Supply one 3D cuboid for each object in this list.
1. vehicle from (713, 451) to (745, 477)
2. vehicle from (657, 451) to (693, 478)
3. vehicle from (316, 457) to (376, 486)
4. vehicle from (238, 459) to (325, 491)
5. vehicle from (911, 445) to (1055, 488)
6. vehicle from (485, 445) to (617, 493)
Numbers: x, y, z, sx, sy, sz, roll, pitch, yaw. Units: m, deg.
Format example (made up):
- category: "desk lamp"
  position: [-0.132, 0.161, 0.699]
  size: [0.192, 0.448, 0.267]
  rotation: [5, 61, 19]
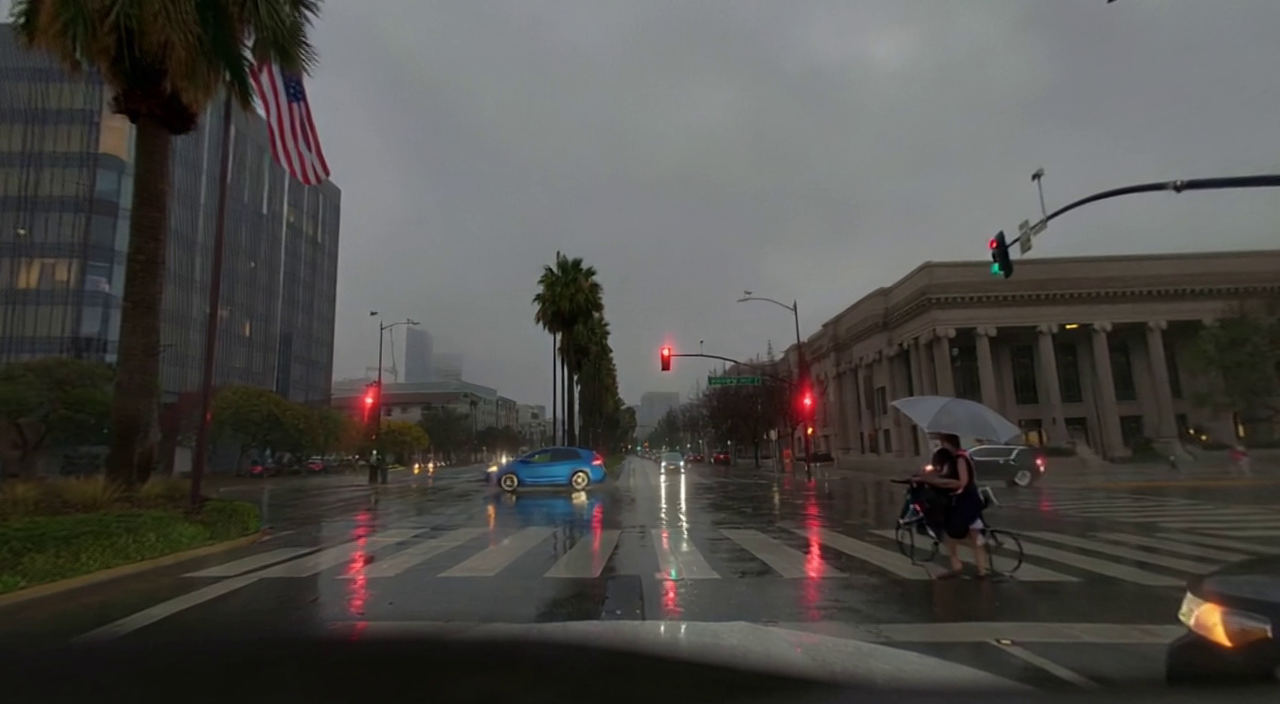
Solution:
- category: "vehicle"
  position: [6.386, 8.042, 45.544]
  size: [2.176, 1.690, 4.138]
  rotation: [-1, -9, 7]
- category: "vehicle"
  position: [2.507, 8.228, 46.578]
  size: [2.325, 1.810, 4.827]
  rotation: [0, -8, -1]
- category: "vehicle"
  position: [-20.077, 8.157, 43.389]
  size: [2.043, 1.745, 4.420]
  rotation: [0, -8, -1]
- category: "vehicle"
  position: [-19.951, 6.860, 35.438]
  size: [2.069, 1.540, 4.774]
  rotation: [0, -8, 0]
- category: "vehicle"
  position: [12.854, 4.310, 23.937]
  size: [4.273, 1.525, 2.000]
  rotation: [-1, -9, 7]
- category: "vehicle"
  position: [-3.114, 4.173, 22.800]
  size: [4.499, 1.594, 1.898]
  rotation: [0, -9, -4]
